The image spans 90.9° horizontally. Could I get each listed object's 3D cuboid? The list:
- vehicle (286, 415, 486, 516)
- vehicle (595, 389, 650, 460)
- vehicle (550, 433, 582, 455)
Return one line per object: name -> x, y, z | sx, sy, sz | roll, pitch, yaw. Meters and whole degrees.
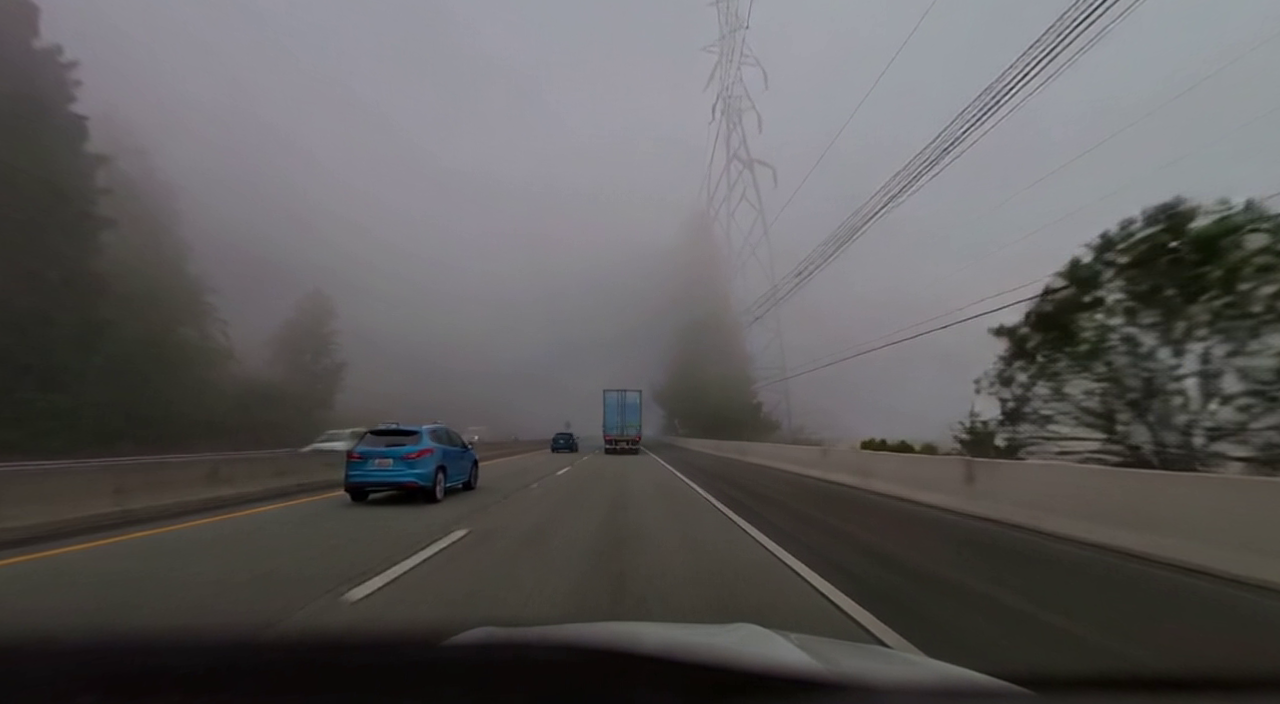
vehicle -> -4.641, 2.129, 12.406 | 2.117, 1.618, 4.480 | 0, -8, -1
vehicle -> -1.093, 4.641, 39.391 | 2.955, 3.851, 9.915 | 0, -8, -2
vehicle -> -5.394, 6.754, 46.338 | 1.934, 1.549, 4.194 | 0, -8, -2
